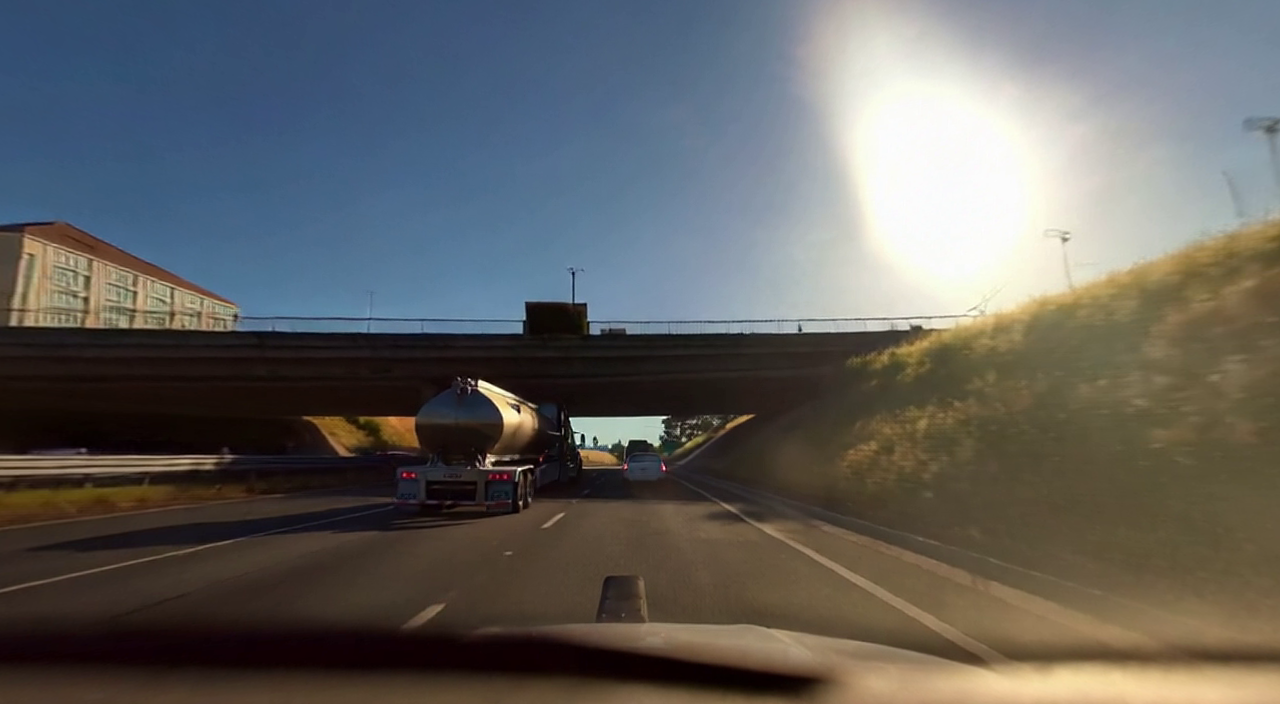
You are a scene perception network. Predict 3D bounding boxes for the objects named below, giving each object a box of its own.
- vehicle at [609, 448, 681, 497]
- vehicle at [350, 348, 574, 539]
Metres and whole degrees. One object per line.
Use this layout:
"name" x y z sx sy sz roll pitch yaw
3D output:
"vehicle" 0.113 4.016 21.544 2.215 1.481 4.246 0 -9 -1
"vehicle" -4.073 2.777 19.178 2.896 3.563 14.643 0 -9 -1
